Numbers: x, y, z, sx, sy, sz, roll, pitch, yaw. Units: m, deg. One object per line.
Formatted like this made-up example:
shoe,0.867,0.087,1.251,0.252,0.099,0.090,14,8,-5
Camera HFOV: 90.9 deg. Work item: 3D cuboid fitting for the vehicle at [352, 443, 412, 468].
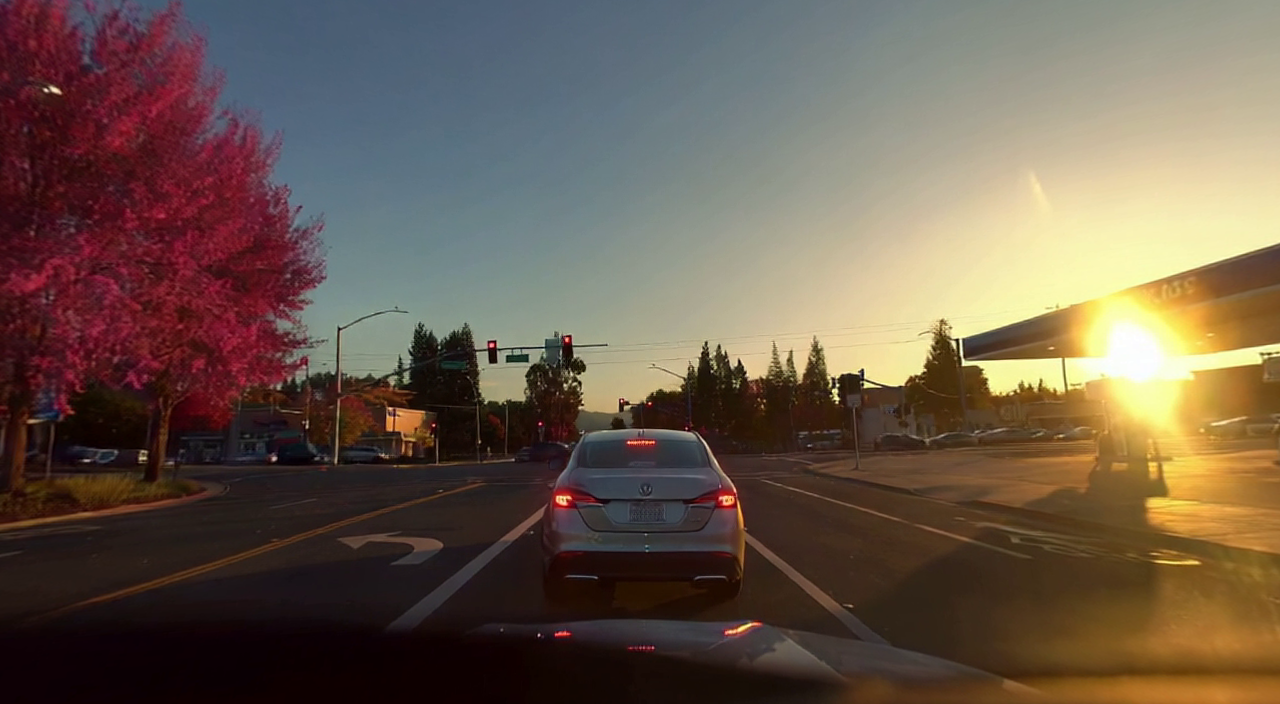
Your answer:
vehicle,-20.441,8.153,49.853,4.660,1.867,2.019,-6,-10,33

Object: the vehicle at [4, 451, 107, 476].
vehicle,-38.560,7.335,41.640,4.813,1.455,1.889,8,-12,-44

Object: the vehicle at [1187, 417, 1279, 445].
vehicle,36.306,4.858,38.496,1.848,1.581,4.475,0,-8,2

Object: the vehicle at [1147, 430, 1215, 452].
vehicle,40.934,6.723,47.715,3.573,1.432,1.604,-3,-8,1

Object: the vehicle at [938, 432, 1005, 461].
vehicle,18.382,5.237,34.853,2.053,1.495,4.091,-8,-12,44

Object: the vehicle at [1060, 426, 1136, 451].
vehicle,34.741,6.597,47.897,4.294,1.557,1.744,-4,-8,1

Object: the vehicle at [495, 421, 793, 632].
vehicle,0.015,1.540,6.583,2.112,1.482,4.057,0,-8,0
